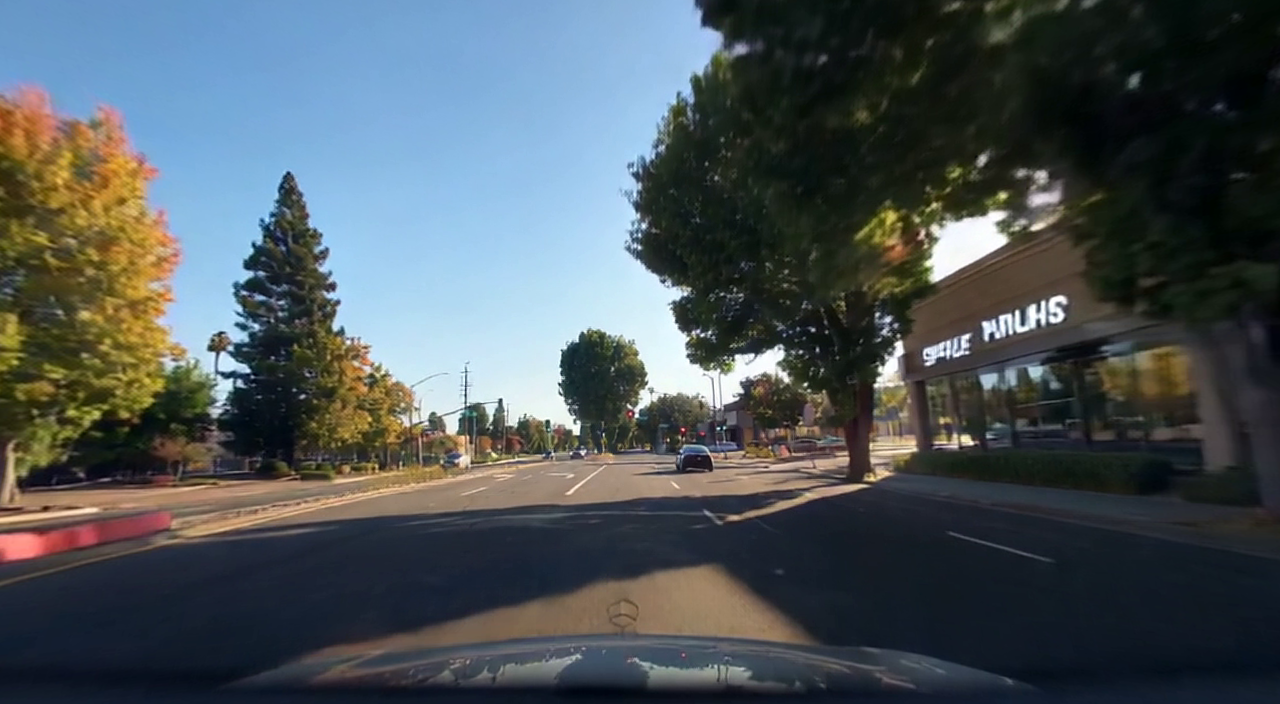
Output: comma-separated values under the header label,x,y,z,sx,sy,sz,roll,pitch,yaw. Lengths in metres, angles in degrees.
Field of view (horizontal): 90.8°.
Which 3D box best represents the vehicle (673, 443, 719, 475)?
label,x,y,z,sx,sy,sz,roll,pitch,yaw
vehicle,2.951,5.696,33.929,1.961,1.580,4.020,0,-9,-2
